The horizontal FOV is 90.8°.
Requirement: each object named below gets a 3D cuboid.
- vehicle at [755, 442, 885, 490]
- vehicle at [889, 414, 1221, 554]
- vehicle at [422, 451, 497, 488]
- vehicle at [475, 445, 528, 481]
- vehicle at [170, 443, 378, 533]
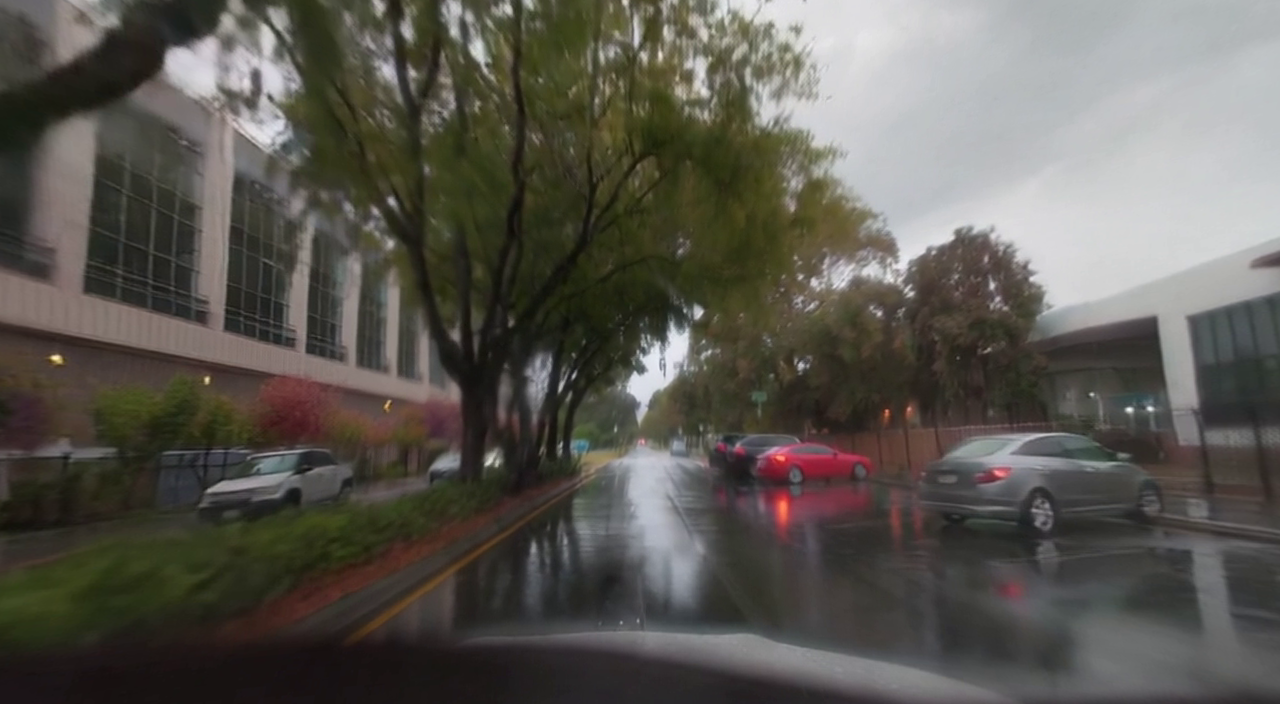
[{"bbox_3d":[6.384,3.973,22.313,4.265,1.510,1.915,5,-10,-29],"label":"vehicle"},{"bbox_3d":[6.595,1.977,10.038,4.858,1.758,2.021,4,-10,-25],"label":"vehicle"},{"bbox_3d":[-8.149,5.314,28.996,1.911,1.497,4.738,0,-9,2],"label":"vehicle"},{"bbox_3d":[-7.787,6.248,35.931,1.957,1.693,4.588,-2,-6,1],"label":"vehicle"},{"bbox_3d":[-8.022,2.971,14.466,2.172,1.707,4.273,0,-9,0],"label":"vehicle"}]
